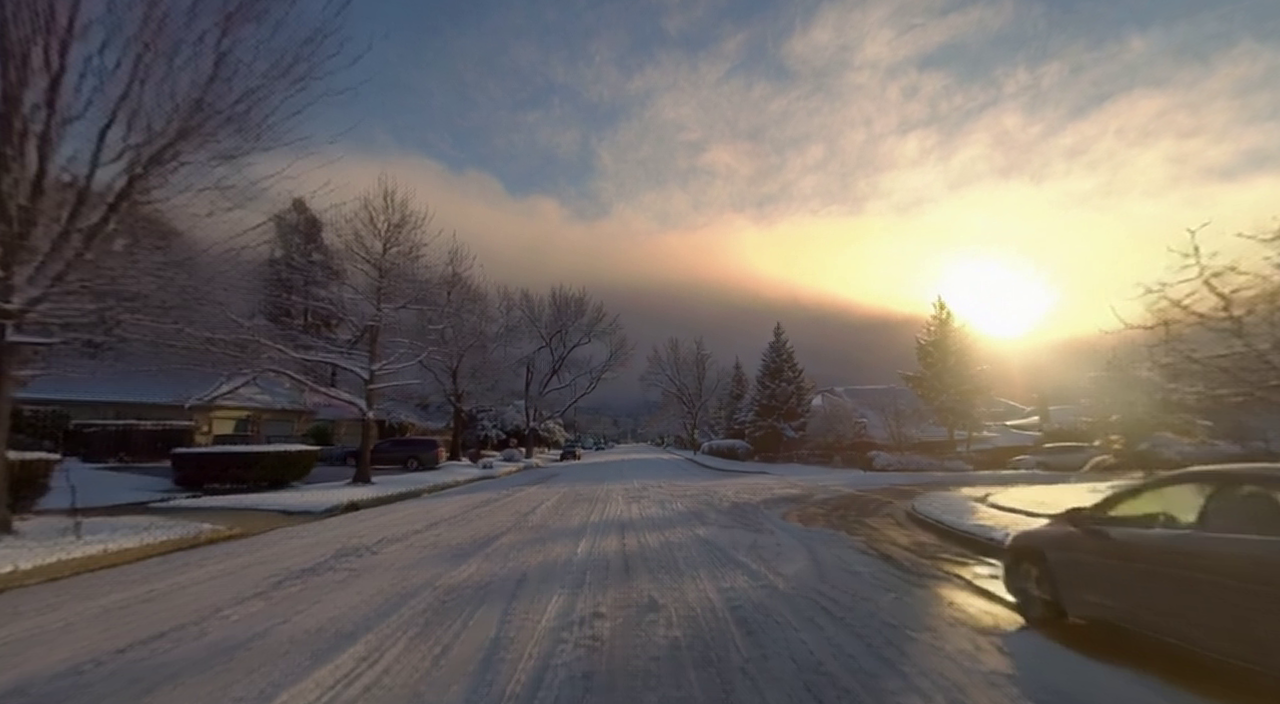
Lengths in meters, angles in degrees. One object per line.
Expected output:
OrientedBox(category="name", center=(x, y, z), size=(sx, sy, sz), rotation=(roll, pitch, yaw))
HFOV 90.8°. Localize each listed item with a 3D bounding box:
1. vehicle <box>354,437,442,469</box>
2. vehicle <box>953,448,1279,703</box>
OrientedBox(category="vehicle", center=(-12.956, 5.448, 33.981), size=(3.921, 1.629, 1.832), rotation=(0, -10, 3))
OrientedBox(category="vehicle", center=(4.102, 1.345, 3.973), size=(1.952, 1.442, 4.529), rotation=(0, -8, 0))
